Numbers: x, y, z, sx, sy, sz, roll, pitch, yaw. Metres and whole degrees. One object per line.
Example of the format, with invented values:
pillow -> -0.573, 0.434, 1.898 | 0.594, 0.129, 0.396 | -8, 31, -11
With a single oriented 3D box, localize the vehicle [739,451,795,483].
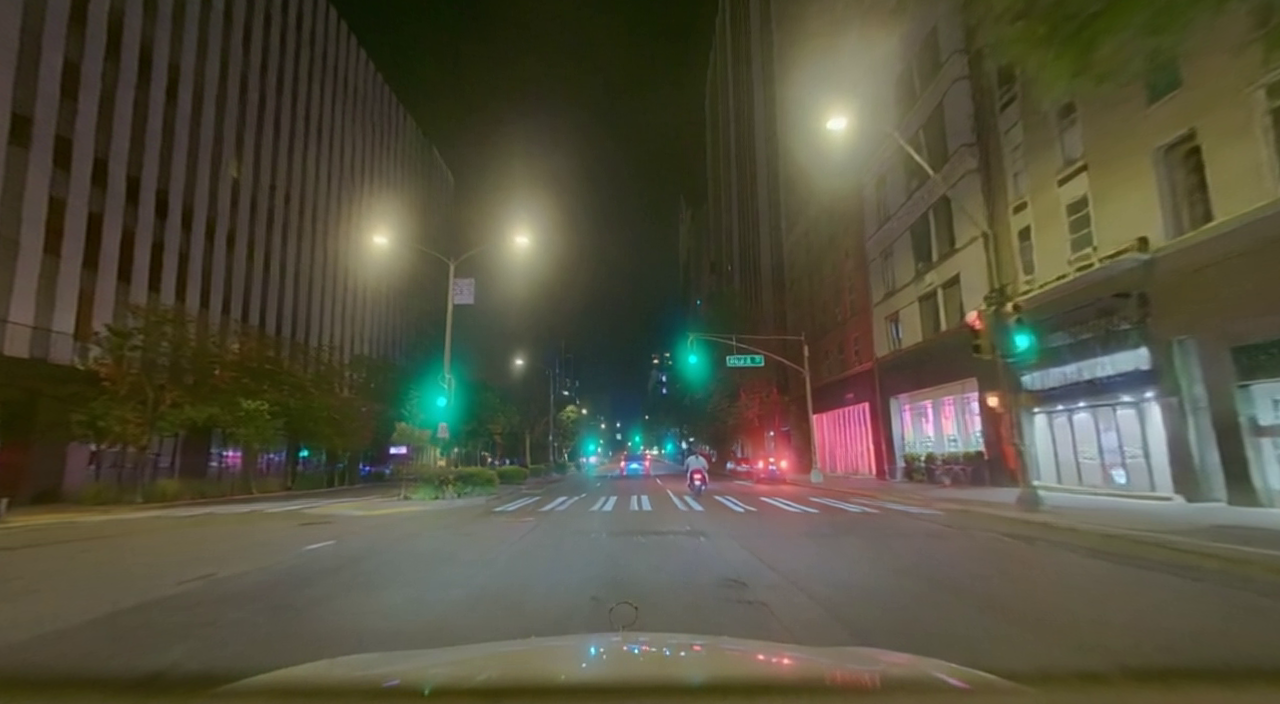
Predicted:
vehicle -> 6.756, 6.143, 34.016 | 2.069, 1.590, 4.066 | 0, -8, -1

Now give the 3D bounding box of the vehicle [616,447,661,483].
vehicle -> -0.116, 5.913, 33.410 | 2.223, 1.775, 4.250 | 0, -8, -2

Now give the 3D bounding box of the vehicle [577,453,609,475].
vehicle -> -3.412, 8.275, 46.701 | 2.014, 1.470, 4.552 | 0, -8, -1

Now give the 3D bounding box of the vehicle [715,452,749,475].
vehicle -> 6.837, 8.298, 47.335 | 1.785, 1.586, 3.896 | 0, -8, -2
